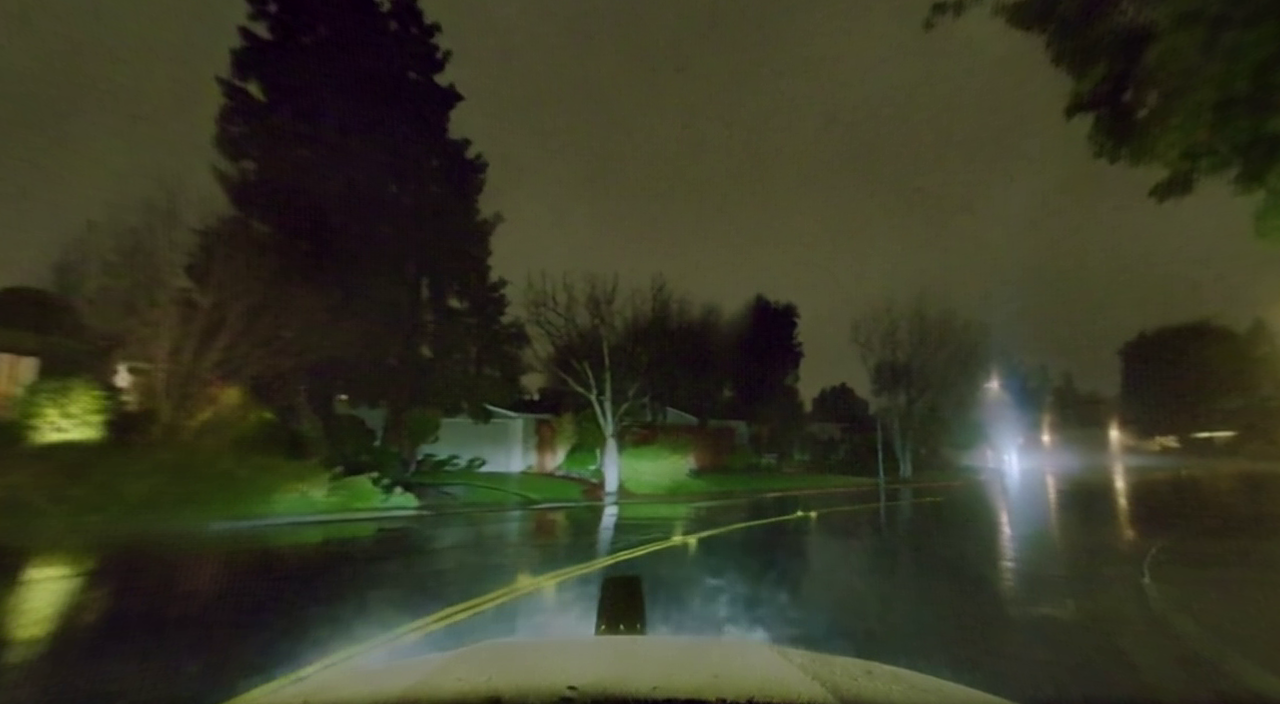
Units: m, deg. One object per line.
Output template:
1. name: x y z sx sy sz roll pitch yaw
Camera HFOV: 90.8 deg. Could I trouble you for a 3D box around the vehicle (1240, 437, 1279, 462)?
1. vehicle: 47.196 7.295 47.502 4.329 1.442 1.819 -1 -7 -33
